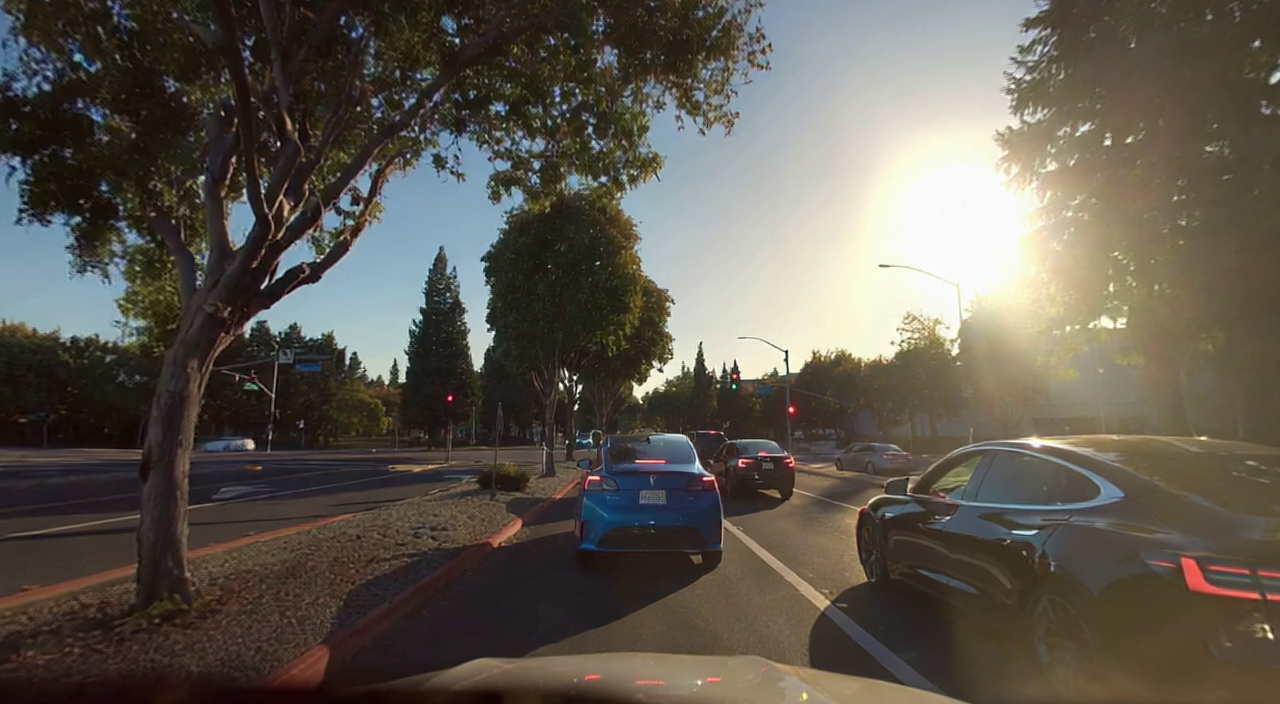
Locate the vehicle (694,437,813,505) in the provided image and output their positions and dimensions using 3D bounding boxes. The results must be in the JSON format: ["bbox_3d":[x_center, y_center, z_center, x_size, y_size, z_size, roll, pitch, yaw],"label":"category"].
[{"bbox_3d":[2.684,2.930,16.032,2.058,1.466,4.208,0,-8,-3],"label":"vehicle"}]

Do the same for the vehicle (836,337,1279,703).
[{"bbox_3d":[3.181,1.104,4.299,2.167,1.676,4.443,0,-8,-1],"label":"vehicle"}]

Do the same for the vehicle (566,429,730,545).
[{"bbox_3d":[0.017,2.082,10.451,2.147,1.499,4.240,0,-8,-2],"label":"vehicle"}]

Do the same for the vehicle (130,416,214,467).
[{"bbox_3d":[-29.285,5.617,39.679,2.608,2.990,3.026,2,-8,3],"label":"vehicle"}]

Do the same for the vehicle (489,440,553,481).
[{"bbox_3d":[-4.653,4.286,25.249,1.972,1.457,4.171,0,-8,-4],"label":"vehicle"}]
